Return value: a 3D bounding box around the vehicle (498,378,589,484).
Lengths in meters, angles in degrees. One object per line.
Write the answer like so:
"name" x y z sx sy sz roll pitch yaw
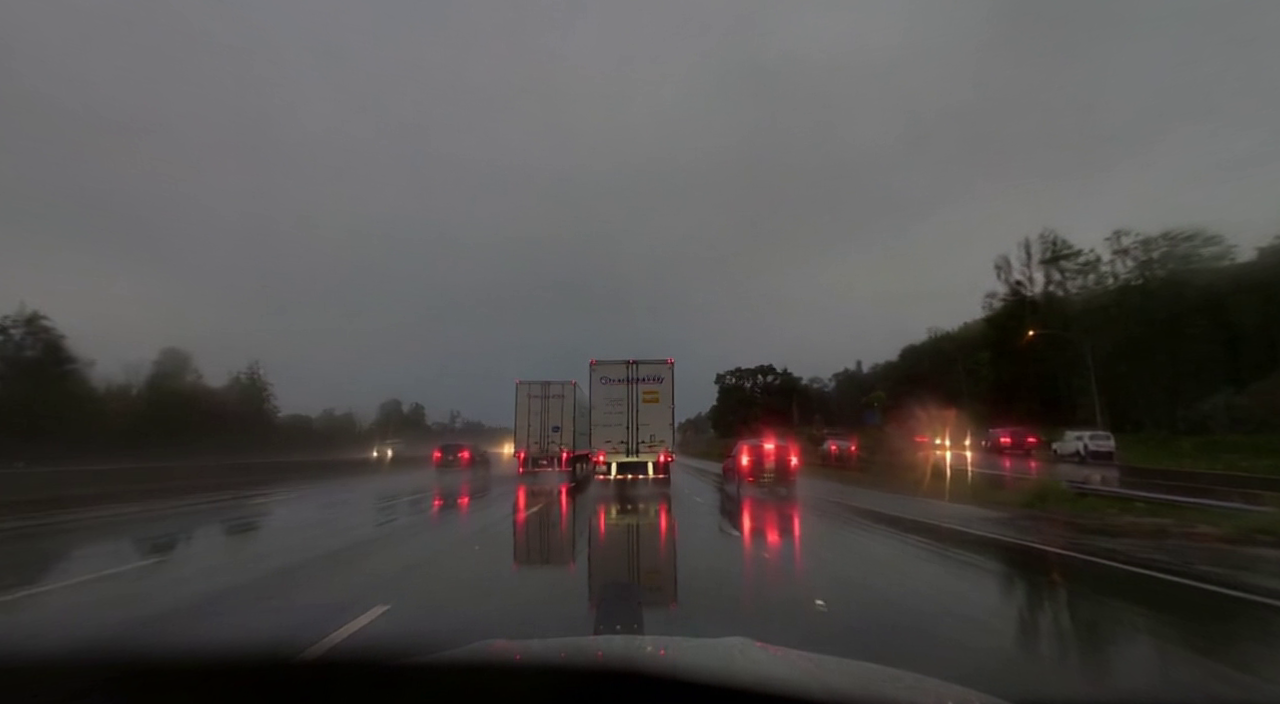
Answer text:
"vehicle" -4.234 3.933 30.475 2.888 4.154 10.960 0 -9 -1

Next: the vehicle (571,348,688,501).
"vehicle" -0.332 2.526 20.829 2.910 3.828 9.805 0 -9 -1

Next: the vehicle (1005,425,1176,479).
"vehicle" 16.665 3.751 23.937 2.128 1.783 5.718 0 -9 -2

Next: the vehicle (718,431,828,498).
"vehicle" 3.792 3.306 18.978 2.136 1.753 4.644 0 -9 -2

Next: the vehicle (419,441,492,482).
"vehicle" -8.300 4.965 28.883 2.017 1.694 4.420 0 -9 -1
